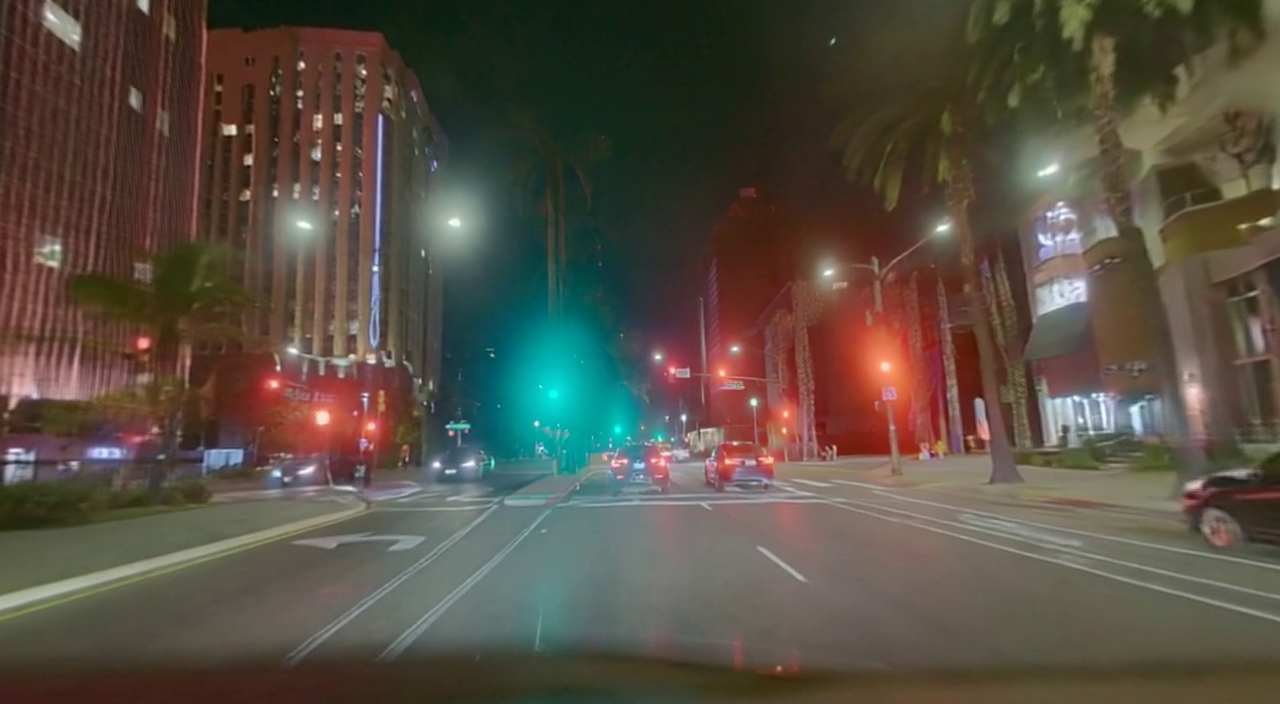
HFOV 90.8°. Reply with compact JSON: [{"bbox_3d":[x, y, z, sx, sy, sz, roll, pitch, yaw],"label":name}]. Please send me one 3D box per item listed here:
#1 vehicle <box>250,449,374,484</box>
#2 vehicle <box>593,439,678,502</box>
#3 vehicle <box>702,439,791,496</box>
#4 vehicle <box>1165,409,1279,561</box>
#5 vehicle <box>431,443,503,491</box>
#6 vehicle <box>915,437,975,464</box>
[{"bbox_3d":[-14.648,5.113,28.367,4.641,1.502,1.882,-2,-9,9],"label":"vehicle"},{"bbox_3d":[-0.147,3.134,17.086,2.048,1.503,3.681,0,-9,-1],"label":"vehicle"},{"bbox_3d":[3.040,3.369,18.731,1.909,1.500,3.524,0,-9,-2],"label":"vehicle"},{"bbox_3d":[8.180,1.362,6.265,2.000,1.685,4.487,0,-9,-1],"label":"vehicle"},{"bbox_3d":[-6.272,4.028,22.553,1.977,1.501,4.435,3,-9,-21],"label":"vehicle"},{"bbox_3d":[19.894,6.481,41.478,1.959,1.674,4.706,-1,-9,5],"label":"vehicle"}]
